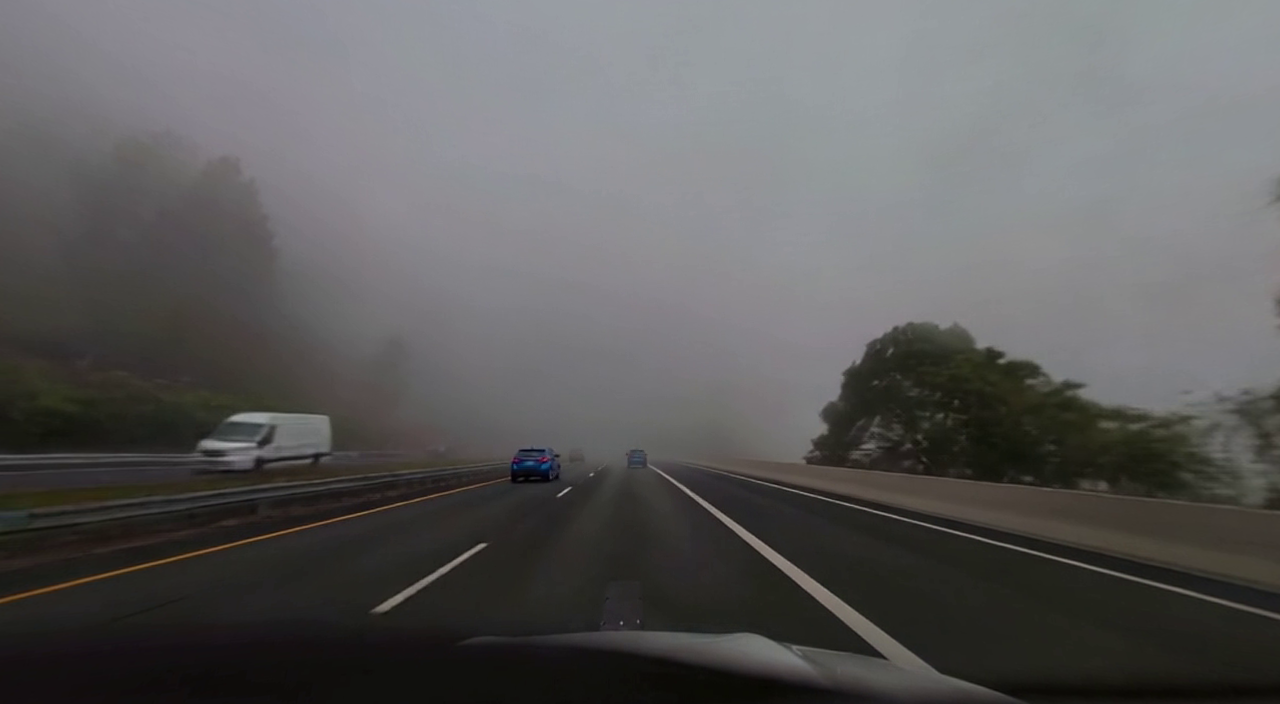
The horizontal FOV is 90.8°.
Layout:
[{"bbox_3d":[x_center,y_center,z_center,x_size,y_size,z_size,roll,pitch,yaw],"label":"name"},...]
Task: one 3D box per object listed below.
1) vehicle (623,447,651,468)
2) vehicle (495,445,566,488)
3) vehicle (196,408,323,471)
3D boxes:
[{"bbox_3d":[-0.251,8.069,48.391,2.031,1.483,3.417,0,-9,-2],"label":"vehicle"},{"bbox_3d":[-4.156,4.418,24.730,1.957,1.499,4.965,0,-9,-1],"label":"vehicle"},{"bbox_3d":[-17.172,4.056,28.939,2.188,2.566,5.810,0,-9,-1],"label":"vehicle"}]
